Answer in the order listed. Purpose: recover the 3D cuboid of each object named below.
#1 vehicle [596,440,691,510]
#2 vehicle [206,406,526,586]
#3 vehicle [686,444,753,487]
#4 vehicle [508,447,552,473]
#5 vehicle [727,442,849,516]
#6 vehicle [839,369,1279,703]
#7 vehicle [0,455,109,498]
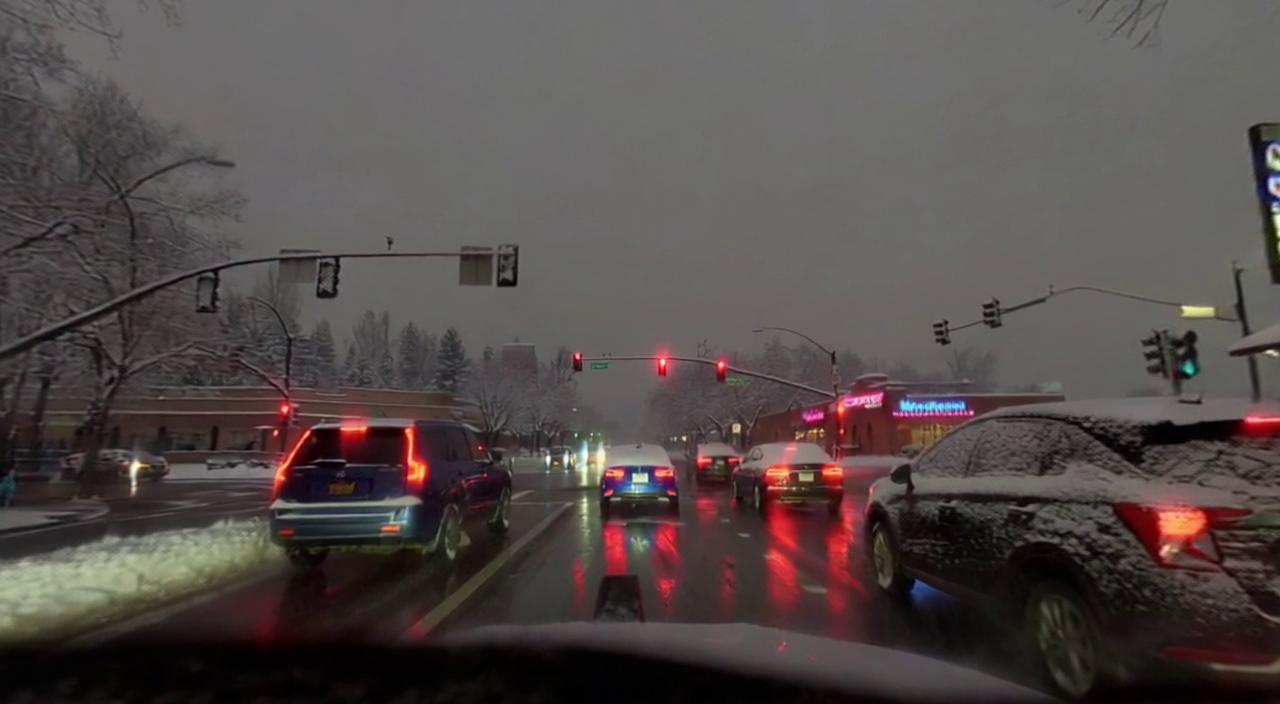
[{"bbox_3d":[0.053,3.105,16.373,2.154,1.577,3.723,0,-9,-1],"label":"vehicle"},{"bbox_3d":[-3.254,1.846,8.935,2.257,1.823,4.777,-1,-9,2],"label":"vehicle"},{"bbox_3d":[3.129,4.576,25.776,2.099,1.553,4.279,0,-9,-1],"label":"vehicle"},{"bbox_3d":[-7.843,7.714,45.455,2.293,1.777,4.497,0,-9,0],"label":"vehicle"},{"bbox_3d":[3.353,2.952,15.191,1.865,1.496,4.170,0,-9,-1],"label":"vehicle"},{"bbox_3d":[3.241,1.219,4.719,2.075,1.661,4.401,0,-9,1],"label":"vehicle"},{"bbox_3d":[-27.633,5.693,29.080,4.314,1.768,2.261,4,-10,-26],"label":"vehicle"}]
